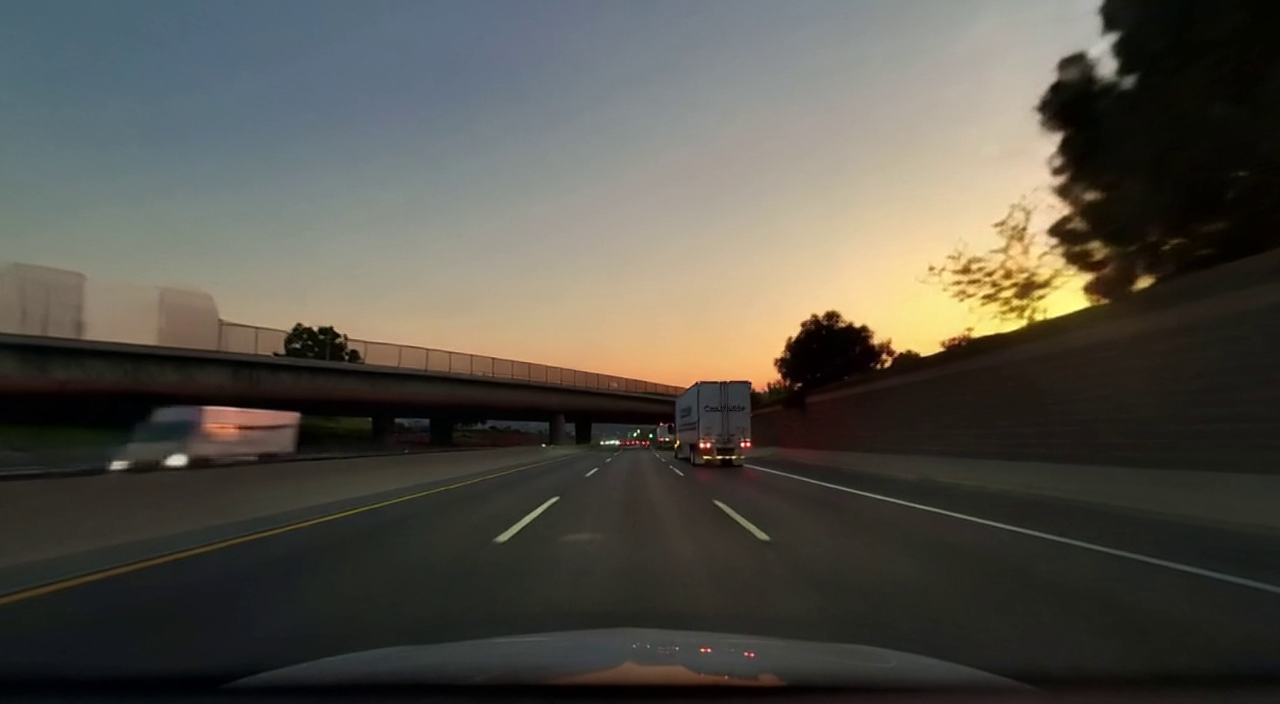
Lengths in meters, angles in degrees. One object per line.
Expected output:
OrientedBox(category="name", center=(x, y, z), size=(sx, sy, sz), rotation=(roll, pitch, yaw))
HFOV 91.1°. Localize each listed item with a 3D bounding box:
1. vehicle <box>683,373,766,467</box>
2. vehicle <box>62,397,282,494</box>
OrientedBox(category="vehicle", center=(3.870, 3.501, 31.081), size=(2.840, 3.947, 8.920), rotation=(-1, -8, 0))
OrientedBox(category="vehicle", center=(-15.507, 3.171, 21.621), size=(2.373, 2.764, 6.784), rotation=(0, -8, -1))
